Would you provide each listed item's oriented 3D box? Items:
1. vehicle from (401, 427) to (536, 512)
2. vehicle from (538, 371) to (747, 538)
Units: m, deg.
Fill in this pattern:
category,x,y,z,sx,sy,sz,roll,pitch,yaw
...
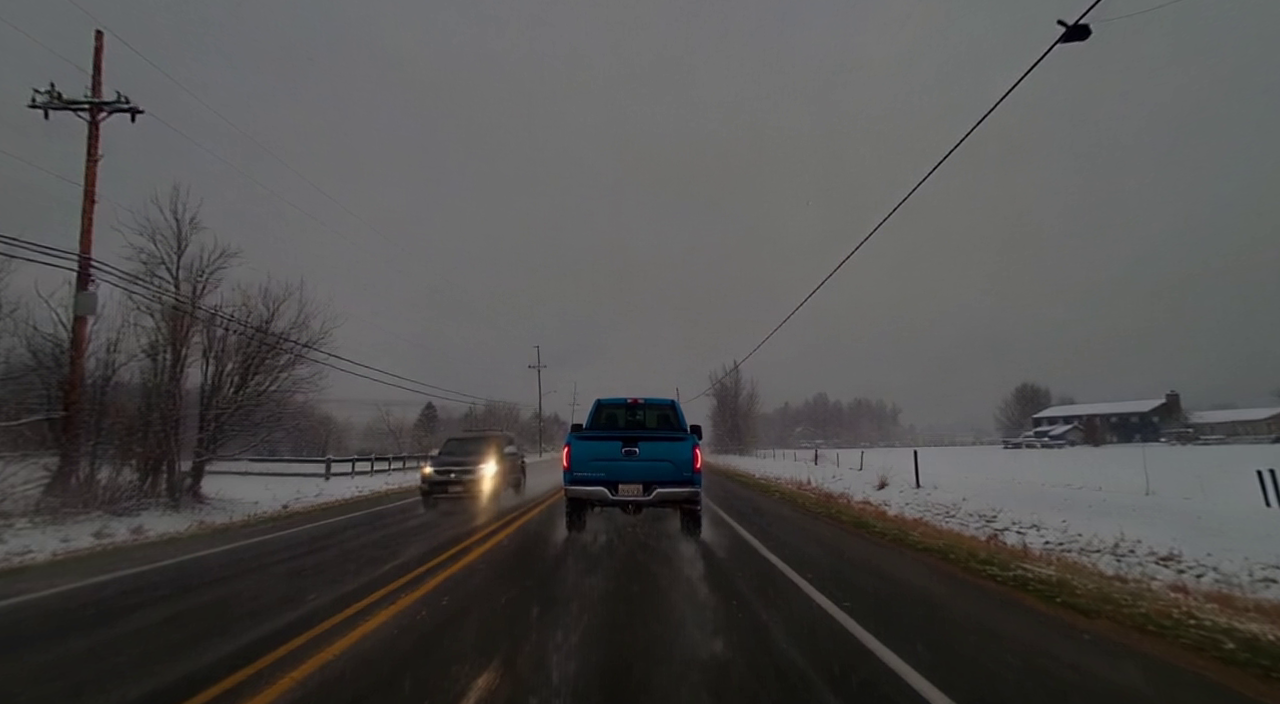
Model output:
category,x,y,z,sx,sy,sz,roll,pitch,yaw
vehicle,-3.910,2.765,15.291,2.051,1.735,4.259,0,-8,0
vehicle,-0.049,1.966,12.547,2.912,2.320,7.292,0,-8,-1
